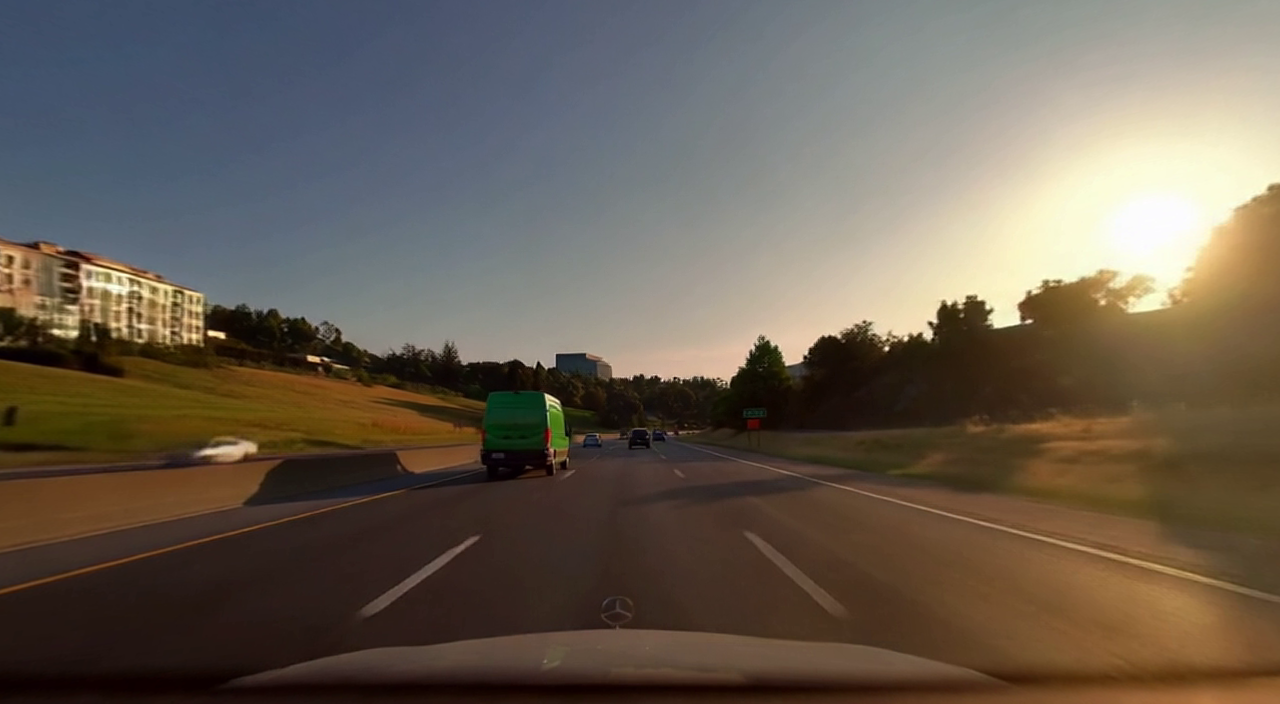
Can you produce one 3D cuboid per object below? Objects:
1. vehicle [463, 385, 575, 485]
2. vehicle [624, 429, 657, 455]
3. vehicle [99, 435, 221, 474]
[{"bbox_3d":[-3.448,2.559,19.406,2.424,2.577,5.828,0,-8,-1],"label":"vehicle"},{"bbox_3d":[0.007,6.157,43.075,2.104,1.646,4.176,0,-8,-1],"label":"vehicle"},{"bbox_3d":[-20.826,4.445,27.626,1.924,1.562,4.340,0,-8,0],"label":"vehicle"}]
